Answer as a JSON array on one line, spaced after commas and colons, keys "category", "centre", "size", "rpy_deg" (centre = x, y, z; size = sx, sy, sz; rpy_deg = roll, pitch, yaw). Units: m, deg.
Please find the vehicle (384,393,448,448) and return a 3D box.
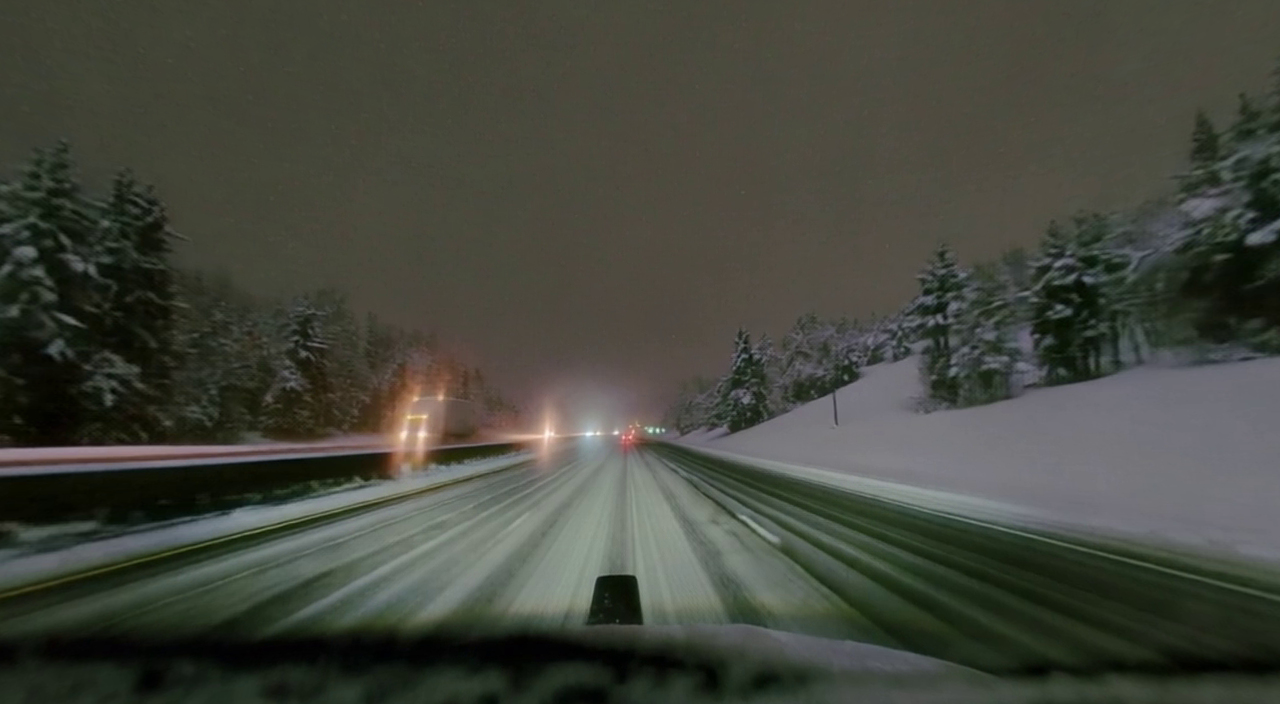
[{"category": "vehicle", "centre": [-17.215, 5.379, 48.774], "size": [2.945, 3.994, 5.608], "rpy_deg": [1, -7, -2]}]
